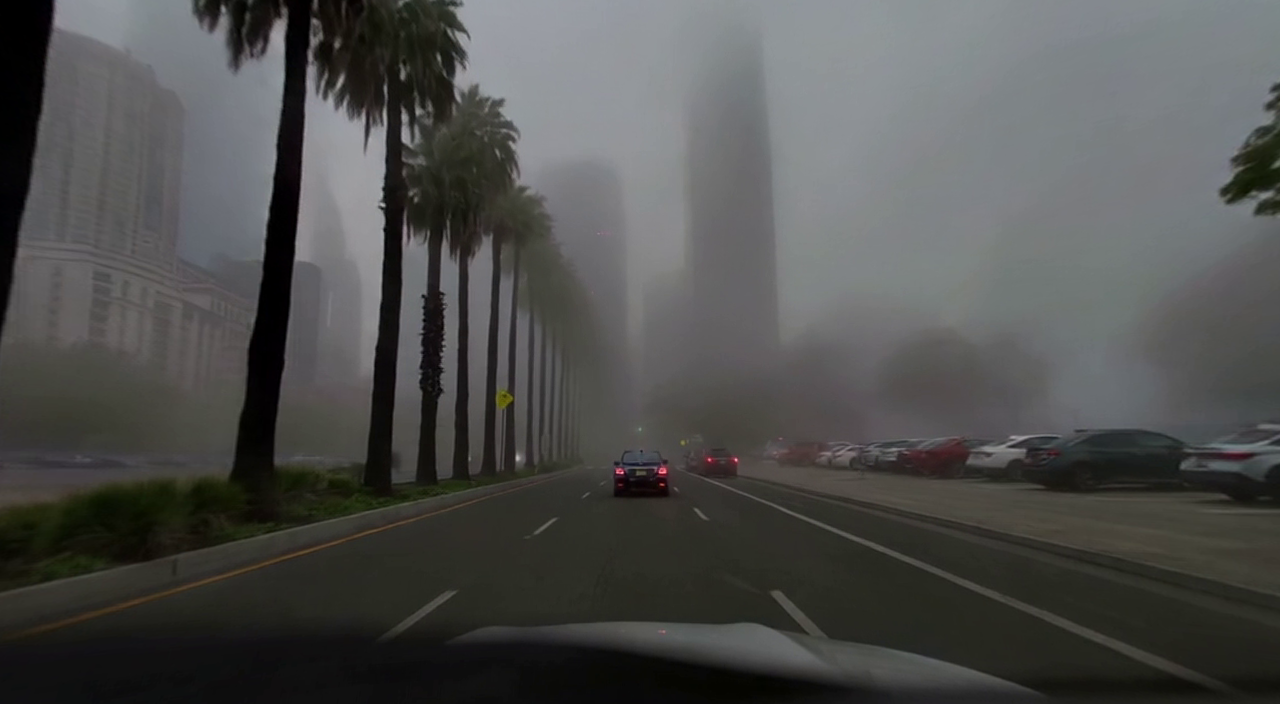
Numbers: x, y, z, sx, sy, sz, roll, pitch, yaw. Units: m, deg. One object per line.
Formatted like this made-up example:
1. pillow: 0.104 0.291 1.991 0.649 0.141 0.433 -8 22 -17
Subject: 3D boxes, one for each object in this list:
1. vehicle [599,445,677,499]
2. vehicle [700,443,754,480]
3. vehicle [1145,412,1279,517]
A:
1. vehicle: -0.030 3.773 20.171 2.235 1.528 3.876 0 -8 1
2. vehicle: 4.460 5.688 33.119 2.136 1.774 4.778 0 -8 0
3. vehicle: 12.950 2.096 11.997 4.696 1.776 2.253 0 -8 -2
